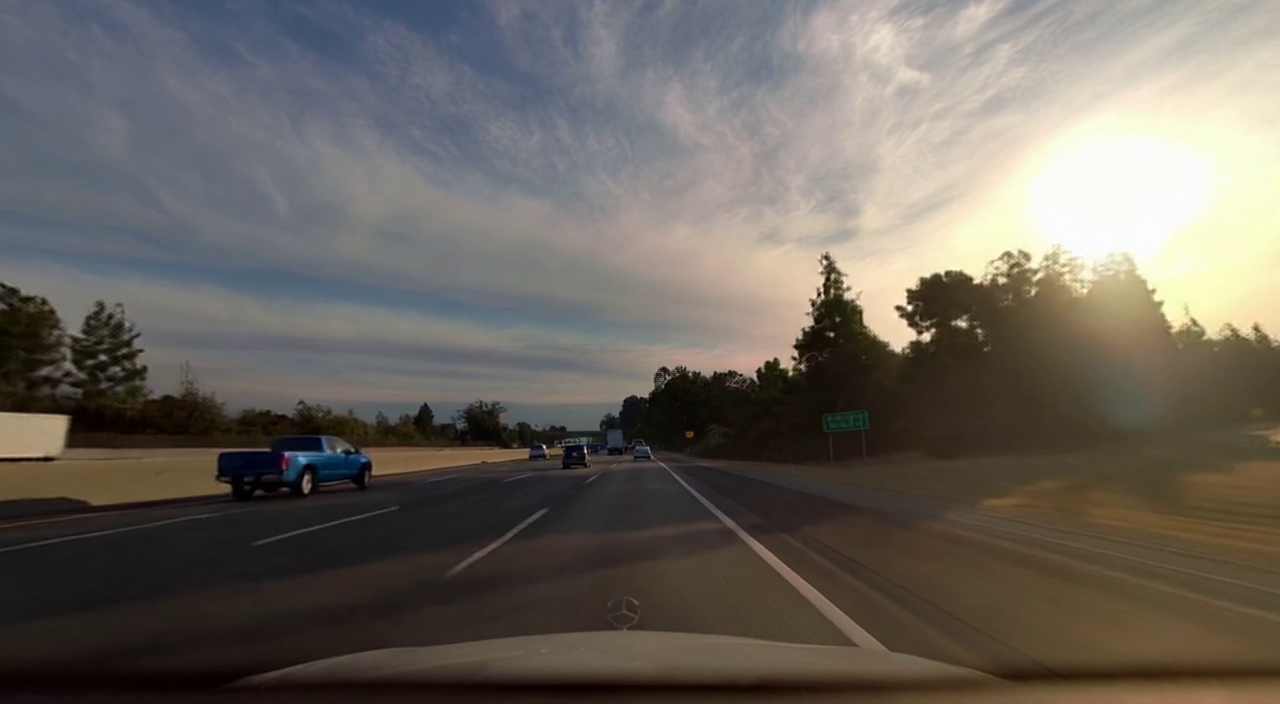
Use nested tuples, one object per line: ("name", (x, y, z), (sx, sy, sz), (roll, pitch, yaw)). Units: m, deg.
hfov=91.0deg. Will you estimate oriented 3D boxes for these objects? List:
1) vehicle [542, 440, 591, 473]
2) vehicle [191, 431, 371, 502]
("vehicle", (-3.973, 5.733, 34.646), (2.094, 1.695, 4.260), (0, -9, 1))
("vehicle", (-10.214, 3.297, 18.621), (2.146, 1.764, 5.510), (0, -9, -1))
